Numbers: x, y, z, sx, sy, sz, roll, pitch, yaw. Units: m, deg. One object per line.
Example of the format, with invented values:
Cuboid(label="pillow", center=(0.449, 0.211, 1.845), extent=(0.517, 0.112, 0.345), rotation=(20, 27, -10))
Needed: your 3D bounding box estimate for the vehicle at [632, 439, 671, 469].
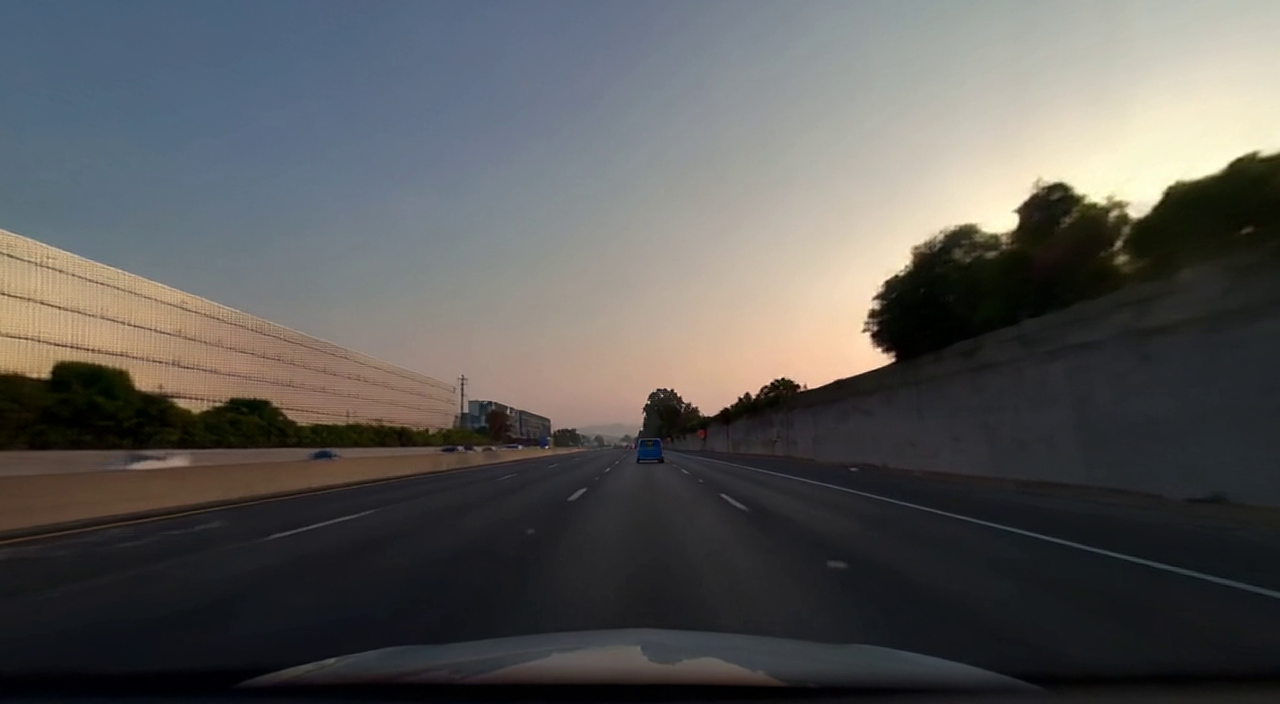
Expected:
Cuboid(label="vehicle", center=(0.567, 5.431, 33.635), extent=(1.997, 1.484, 3.409), rotation=(0, -8, 0))
